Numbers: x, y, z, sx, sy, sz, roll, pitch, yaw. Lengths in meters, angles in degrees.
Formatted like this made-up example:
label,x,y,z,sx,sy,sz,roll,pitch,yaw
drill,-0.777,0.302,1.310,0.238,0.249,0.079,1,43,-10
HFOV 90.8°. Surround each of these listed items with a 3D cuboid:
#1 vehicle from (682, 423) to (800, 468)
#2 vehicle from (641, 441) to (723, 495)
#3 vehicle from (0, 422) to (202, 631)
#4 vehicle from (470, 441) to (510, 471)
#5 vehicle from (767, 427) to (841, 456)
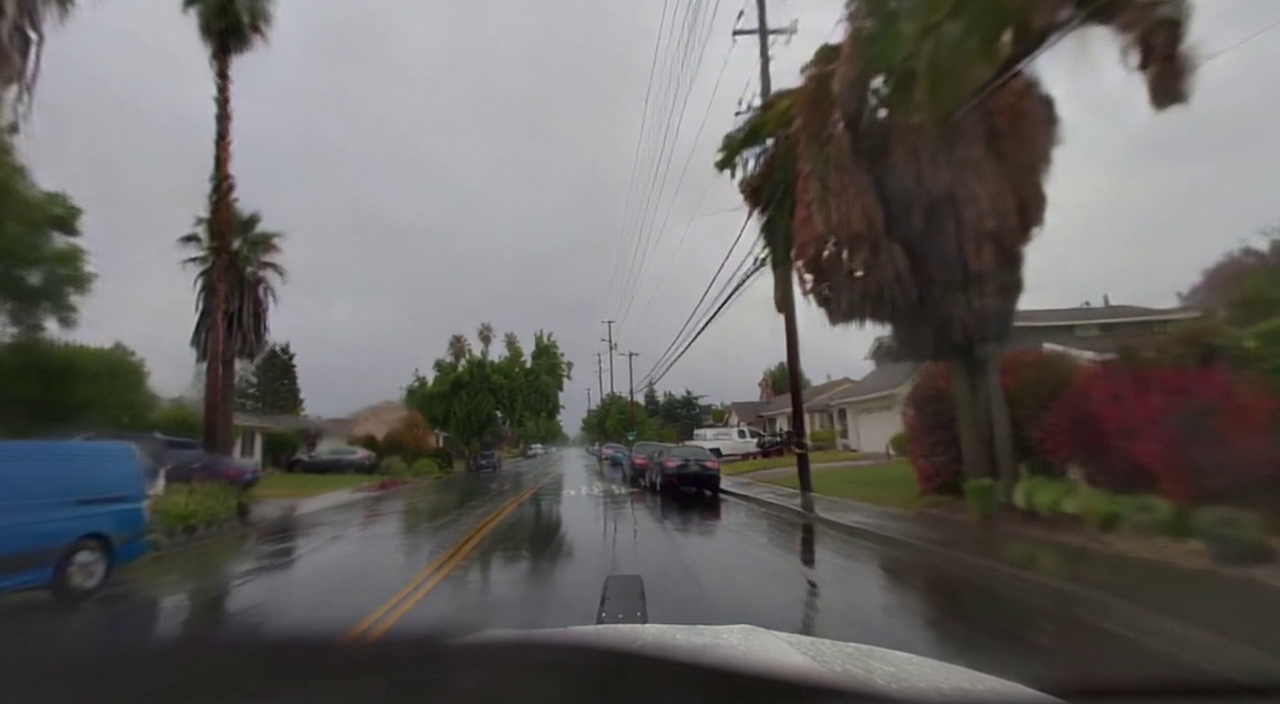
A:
label,x,y,z,sx,sy,sz,roll,pitch,yaw
vehicle,5.349,5.069,34.353,5.900,2.328,2.603,0,-8,-1
vehicle,1.181,3.535,19.642,1.870,1.490,3.802,1,-8,-7
vehicle,-6.792,1.611,5.751,2.410,1.790,4.699,-2,-10,-3
vehicle,-10.960,7.702,46.413,2.156,1.932,4.518,-2,-11,-4
vehicle,10.904,5.980,42.179,4.219,1.693,2.324,4,-8,-5
